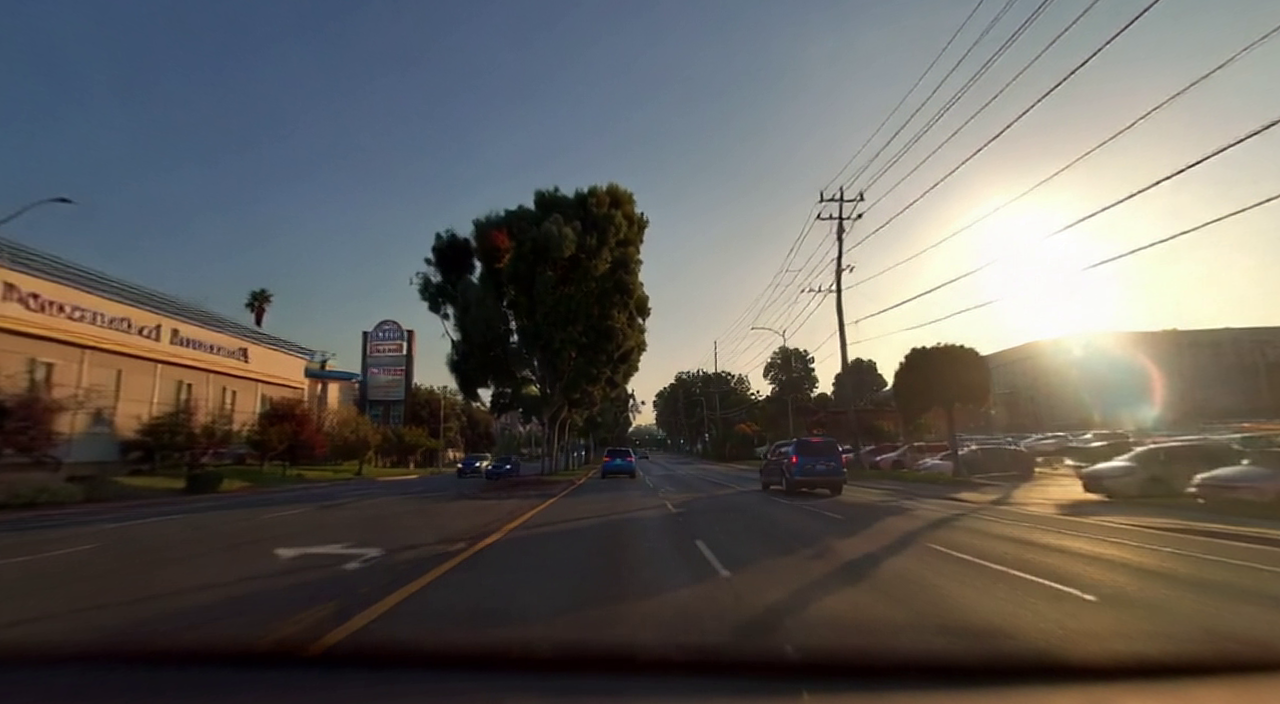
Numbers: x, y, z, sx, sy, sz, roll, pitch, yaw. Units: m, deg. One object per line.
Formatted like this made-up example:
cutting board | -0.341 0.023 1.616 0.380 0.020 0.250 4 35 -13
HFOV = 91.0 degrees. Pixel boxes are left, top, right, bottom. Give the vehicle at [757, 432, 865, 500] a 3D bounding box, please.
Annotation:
vehicle | 5.328 3.626 20.338 2.107 1.928 4.471 0 -9 -1

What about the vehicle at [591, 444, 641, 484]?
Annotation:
vehicle | -1.043 5.089 28.795 2.138 1.672 4.168 0 -9 -1

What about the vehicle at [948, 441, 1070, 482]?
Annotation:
vehicle | 17.011 5.047 29.190 4.323 1.466 1.878 -5 -8 0

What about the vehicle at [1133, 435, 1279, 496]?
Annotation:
vehicle | 17.492 3.337 18.709 3.986 1.480 1.861 -4 -9 -1
